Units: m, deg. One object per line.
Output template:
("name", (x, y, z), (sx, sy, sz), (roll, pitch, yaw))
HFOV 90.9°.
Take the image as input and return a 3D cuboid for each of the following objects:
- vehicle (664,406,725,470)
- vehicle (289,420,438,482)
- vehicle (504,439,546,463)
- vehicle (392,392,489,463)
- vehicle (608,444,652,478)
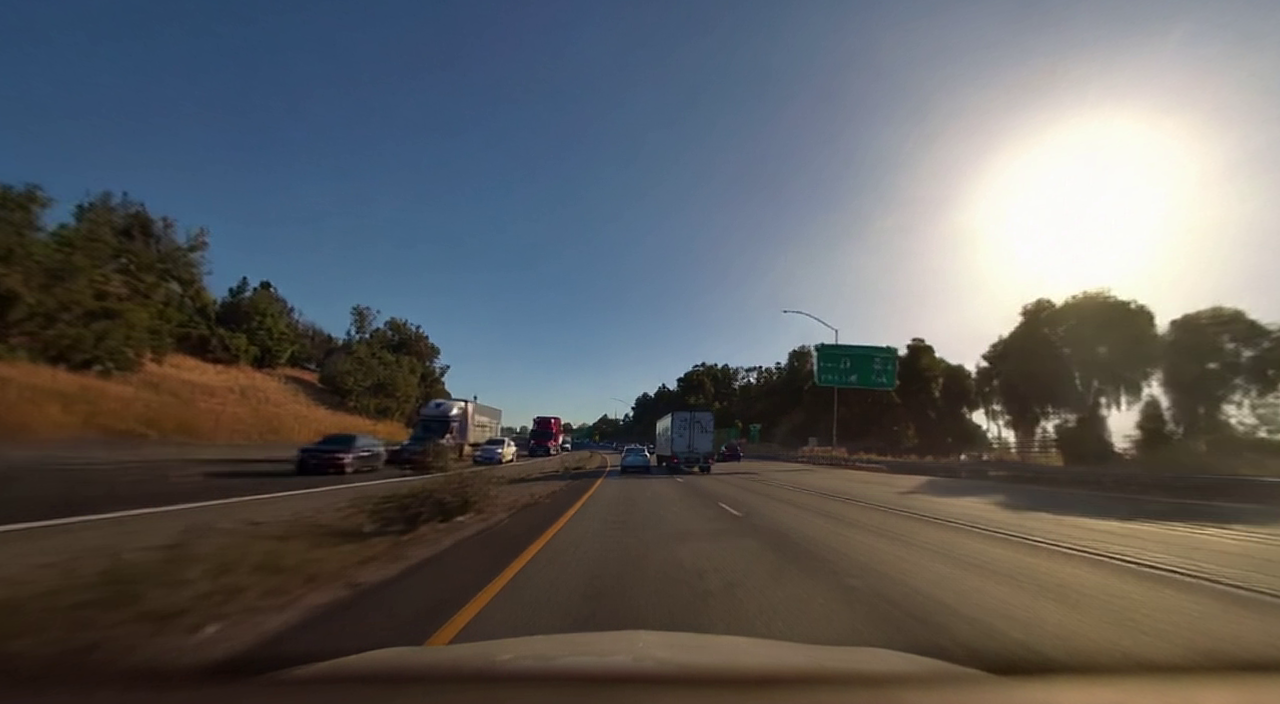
("vehicle", (3.657, 6.424, 46.130), (2.931, 4.009, 12.800), (0, -9, -2))
("vehicle", (-7.459, 2.780, 17.702), (1.958, 1.489, 4.997), (0, -9, -1))
("vehicle", (-7.858, 6.822, 43.411), (1.993, 1.486, 5.318), (0, -9, -1))
("vehicle", (-12.211, 4.949, 39.853), (2.937, 3.843, 10.296), (0, -9, -1))
("vehicle", (-0.513, 5.485, 31.901), (2.111, 1.599, 3.859), (0, -9, -1))
